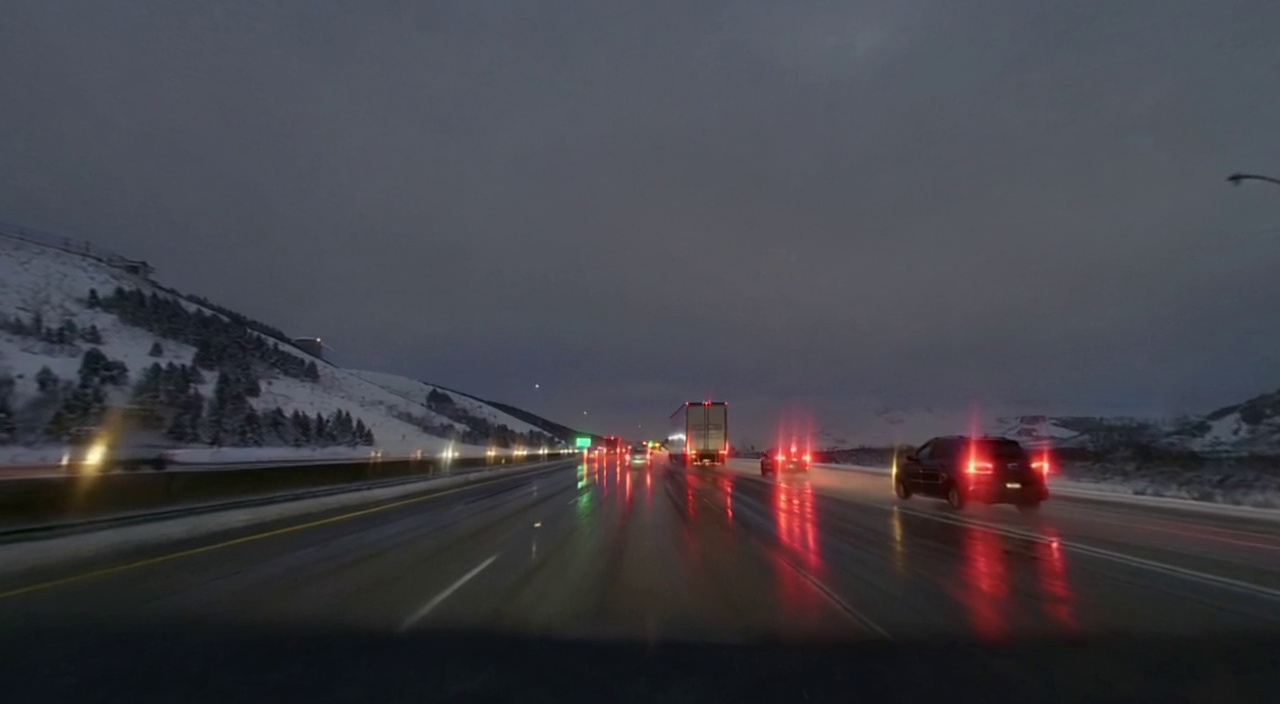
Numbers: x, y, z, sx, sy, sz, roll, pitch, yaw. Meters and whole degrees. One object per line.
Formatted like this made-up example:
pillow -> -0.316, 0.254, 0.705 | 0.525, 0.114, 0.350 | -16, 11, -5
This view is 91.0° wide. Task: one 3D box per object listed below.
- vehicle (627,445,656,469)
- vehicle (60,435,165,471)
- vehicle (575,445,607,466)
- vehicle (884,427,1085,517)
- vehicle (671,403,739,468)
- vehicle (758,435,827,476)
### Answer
vehicle -> 0.070, 7.013, 42.262 | 1.866, 1.492, 3.932 | 0, -9, -1
vehicle -> -39.465, 7.567, 47.372 | 2.736, 2.463, 5.726 | 0, -9, 1
vehicle -> -3.747, 7.979, 48.650 | 2.132, 1.506, 4.256 | 0, -9, 0
vehicle -> 7.397, 2.615, 14.201 | 2.044, 1.676, 4.421 | 0, -9, 1
vehicle -> 3.880, 5.477, 40.522 | 3.130, 3.607, 11.129 | 0, -9, 0
vehicle -> 7.269, 4.977, 30.518 | 2.143, 1.775, 4.729 | 0, -9, 0
